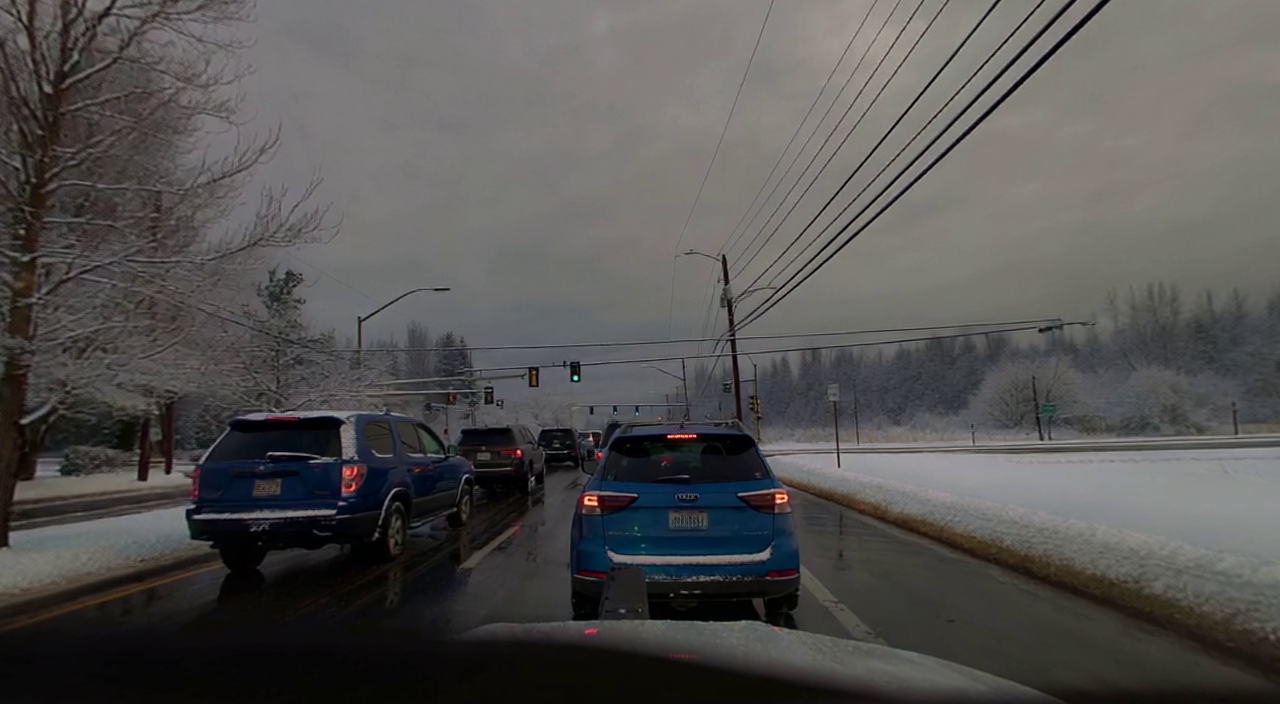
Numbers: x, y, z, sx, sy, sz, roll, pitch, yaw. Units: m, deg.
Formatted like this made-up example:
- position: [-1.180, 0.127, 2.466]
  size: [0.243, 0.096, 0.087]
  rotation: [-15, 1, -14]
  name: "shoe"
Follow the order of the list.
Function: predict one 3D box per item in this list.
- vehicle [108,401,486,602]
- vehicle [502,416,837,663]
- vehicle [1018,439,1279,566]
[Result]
- position: [-3.477, 1.607, 7.648]
  size: [2.105, 1.706, 4.337]
  rotation: [0, -9, 0]
  name: "vehicle"
- position: [0.113, 1.448, 5.954]
  size: [2.056, 1.487, 4.003]
  rotation: [0, -9, -2]
  name: "vehicle"
- position: [8.378, 2.153, 9.933]
  size: [1.993, 1.508, 4.521]
  rotation: [0, -9, -1]
  name: "vehicle"
